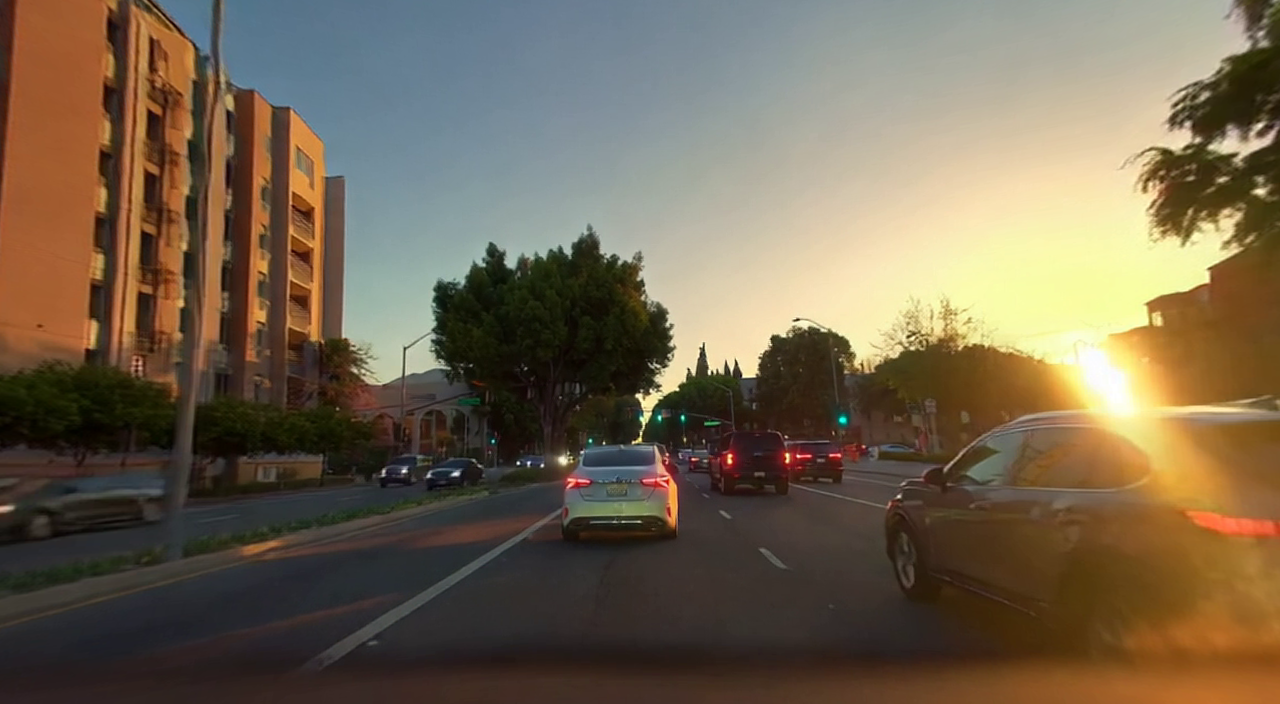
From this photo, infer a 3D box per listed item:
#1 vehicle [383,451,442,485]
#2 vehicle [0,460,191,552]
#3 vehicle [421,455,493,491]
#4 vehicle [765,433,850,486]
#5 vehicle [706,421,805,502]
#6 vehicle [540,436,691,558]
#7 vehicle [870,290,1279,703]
[{"bbox_3d":[-15.465,7.888,42.955,2.040,2.152,4.854,0,-9,2],"label":"vehicle"},{"bbox_3d":[-12.709,3.273,14.026,1.926,1.598,4.509,0,-9,1],"label":"vehicle"},{"bbox_3d":[-8.678,5.759,30.199,2.050,1.498,4.238,0,-9,2],"label":"vehicle"},{"bbox_3d":[7.709,5.014,29.620,2.627,2.252,5.236,0,-9,1],"label":"vehicle"},{"bbox_3d":[3.900,3.847,22.493,2.516,2.481,5.766,0,-9,1],"label":"vehicle"},{"bbox_3d":[-0.301,2.343,10.870,2.111,1.676,4.018,0,-9,1],"label":"vehicle"},{"bbox_3d":[3.306,1.052,4.078,1.982,1.960,4.427,0,-9,1],"label":"vehicle"}]
